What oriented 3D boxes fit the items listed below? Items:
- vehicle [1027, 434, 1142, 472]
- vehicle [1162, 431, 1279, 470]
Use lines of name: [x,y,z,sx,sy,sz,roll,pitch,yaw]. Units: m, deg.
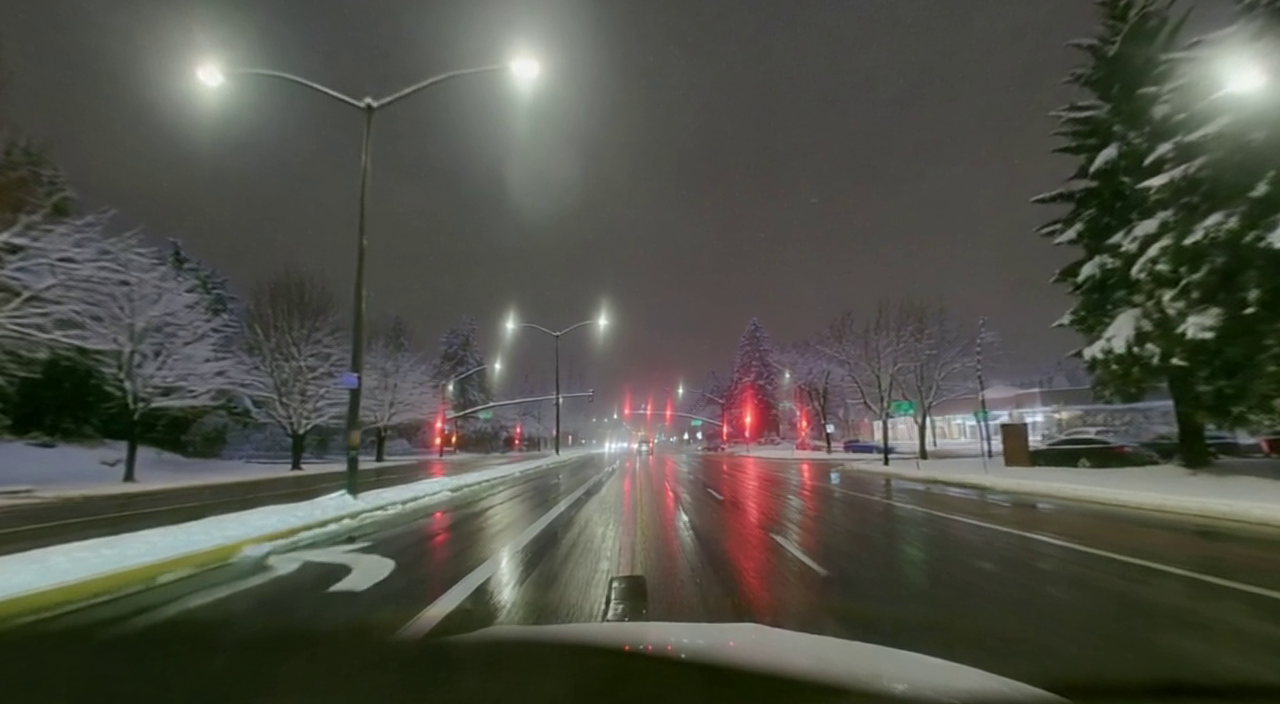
vehicle: [19.225,4.377,27.561,1.842,1.495,4.474,0,-8,2]
vehicle: [24.867,4.211,26.963,1.736,1.516,4.047,-1,-8,3]
